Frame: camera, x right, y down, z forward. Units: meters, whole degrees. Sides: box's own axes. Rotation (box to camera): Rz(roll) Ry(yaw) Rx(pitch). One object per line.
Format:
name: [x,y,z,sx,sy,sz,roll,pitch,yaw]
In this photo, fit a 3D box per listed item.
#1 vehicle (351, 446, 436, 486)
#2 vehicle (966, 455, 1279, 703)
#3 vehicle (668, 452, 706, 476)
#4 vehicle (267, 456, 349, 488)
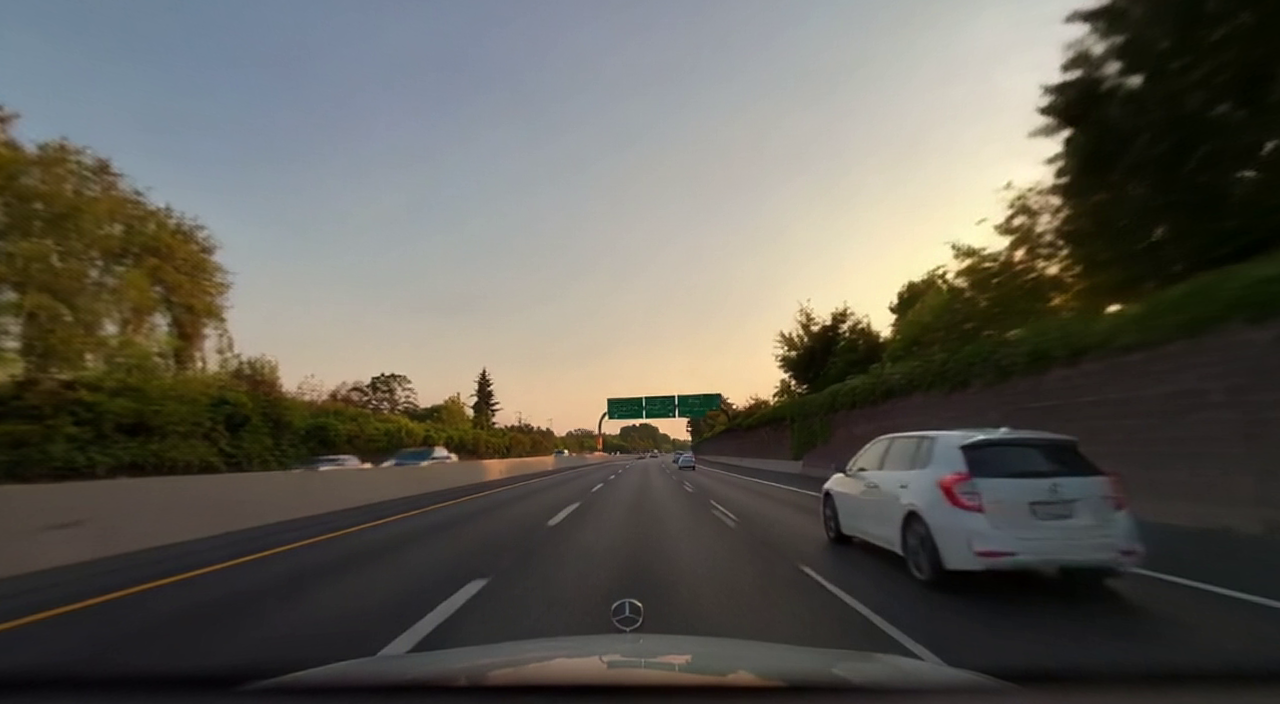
vehicle: [-10.836,5.013,28.023,2.025,1.603,3.989,0,-9,2]
vehicle: [3.532,1.205,3.174,1.883,1.320,3.386,0,-9,-1]
vehicle: [2.802,6.809,38.535,2.065,1.400,4.028,0,-9,0]
vehicle: [-17.661,6.363,33.776,1.936,1.560,4.343,0,-9,1]
